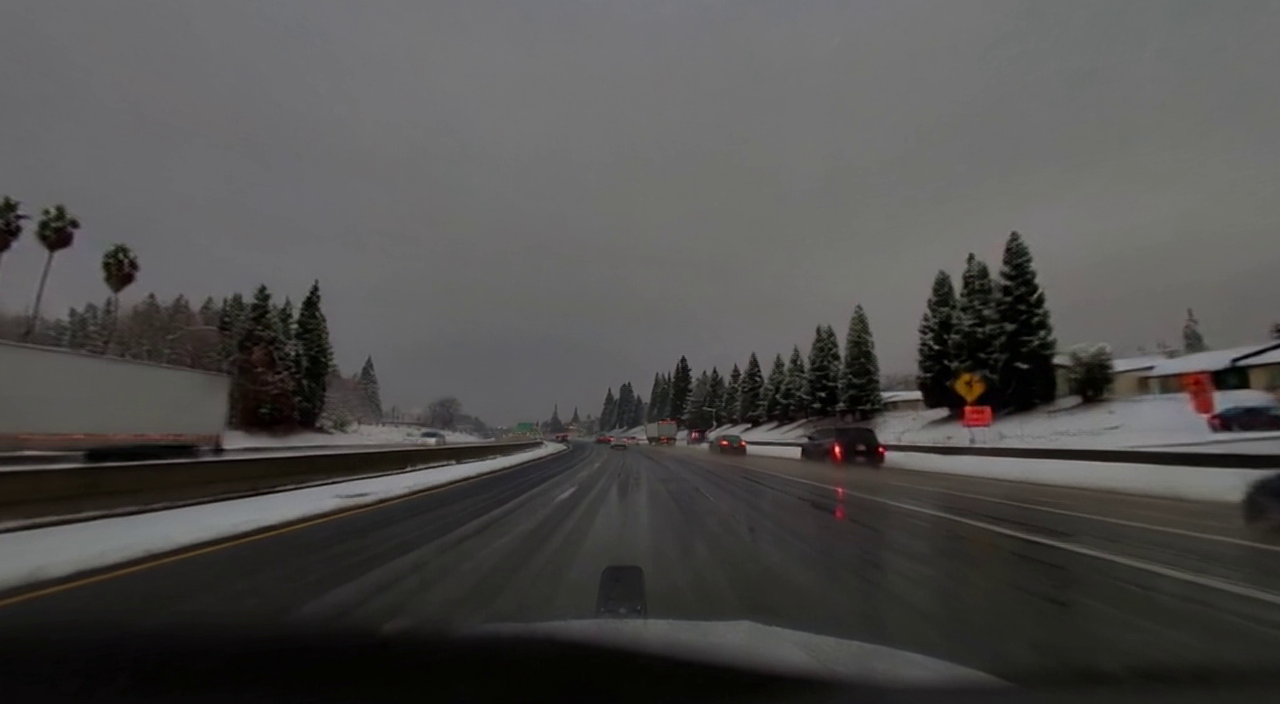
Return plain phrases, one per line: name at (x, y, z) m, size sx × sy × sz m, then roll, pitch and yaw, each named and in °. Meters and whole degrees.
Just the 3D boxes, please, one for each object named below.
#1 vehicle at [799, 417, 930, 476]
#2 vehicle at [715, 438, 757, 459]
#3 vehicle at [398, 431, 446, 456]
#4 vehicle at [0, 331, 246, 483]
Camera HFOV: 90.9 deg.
vehicle at (8.479, 3.692, 24.811) m, size 2.622 × 1.977 × 6.537 m, roll 0°, pitch -8°, yaw -1°
vehicle at (6.988, 7.080, 46.275) m, size 2.110 × 1.481 × 4.511 m, roll 0°, pitch -8°, yaw -4°
vehicle at (-15.905, 6.693, 46.293) m, size 2.019 × 1.712 × 4.612 m, roll 0°, pitch -8°, yaw -2°
vehicle at (-19.317, 1.942, 20.304) m, size 2.881 × 4.181 × 16.486 m, roll 0°, pitch -8°, yaw -1°
